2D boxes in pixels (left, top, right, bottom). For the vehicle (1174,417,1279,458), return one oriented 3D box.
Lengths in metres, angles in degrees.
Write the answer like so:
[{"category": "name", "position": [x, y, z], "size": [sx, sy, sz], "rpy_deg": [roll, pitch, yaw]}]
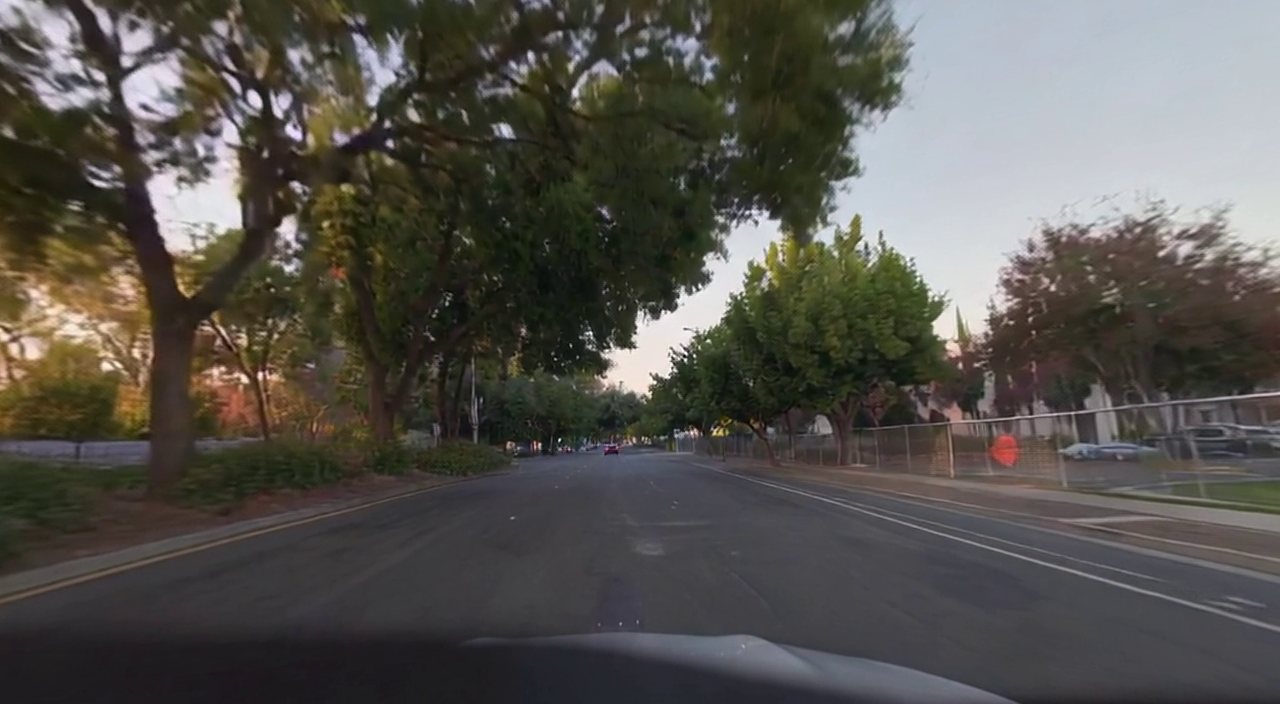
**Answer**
[{"category": "vehicle", "position": [26.152, 3.812, 27.974], "size": [2.055, 1.645, 4.679], "rpy_deg": [-3, -9, 18]}]
